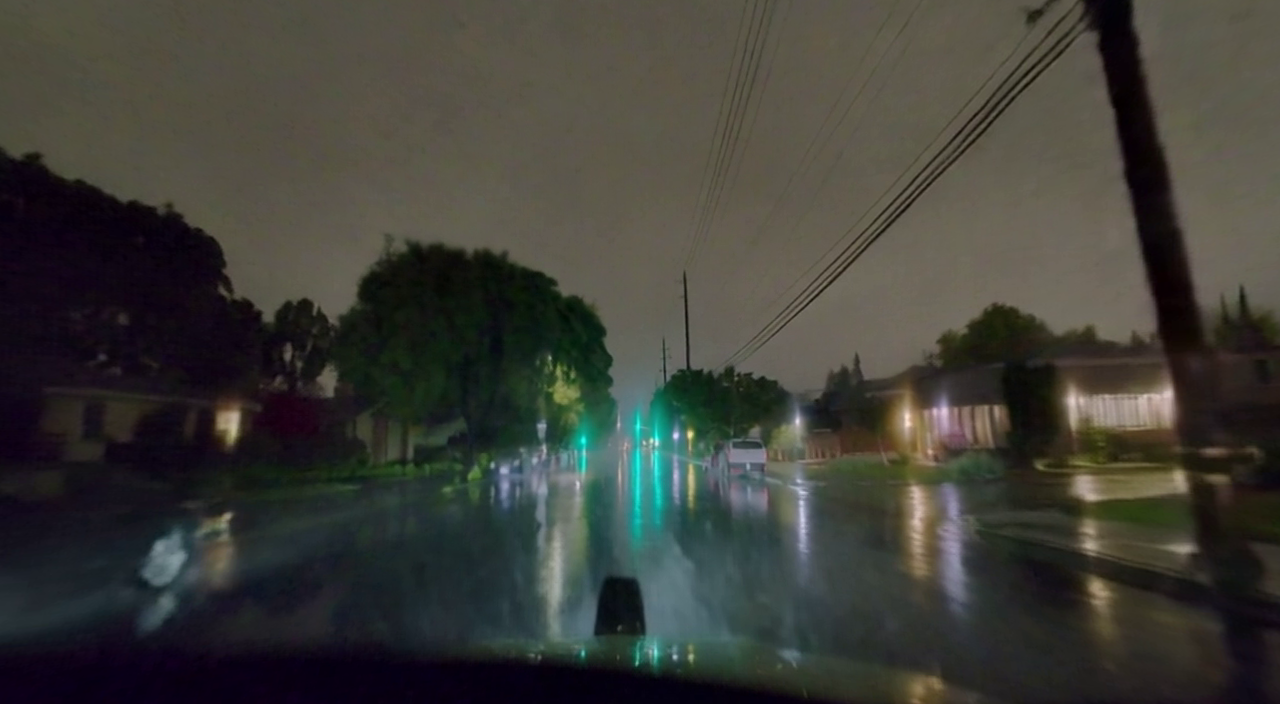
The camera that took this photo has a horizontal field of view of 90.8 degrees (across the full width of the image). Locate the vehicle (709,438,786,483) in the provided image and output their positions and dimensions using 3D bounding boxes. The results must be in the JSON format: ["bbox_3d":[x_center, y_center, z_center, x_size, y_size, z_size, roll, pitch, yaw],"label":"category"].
[{"bbox_3d":[4.096,4.225,24.969,2.144,1.572,5.026,0,-8,0],"label":"vehicle"}]

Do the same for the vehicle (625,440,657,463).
[{"bbox_3d":[0.036,6.965,44.353,2.062,1.509,4.305,-1,-8,-1],"label":"vehicle"}]

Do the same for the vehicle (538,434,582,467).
[{"bbox_3d":[-5.839,7.265,46.958,2.284,2.119,5.984,-4,-7,1],"label":"vehicle"}]

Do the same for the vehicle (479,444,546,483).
[{"bbox_3d":[-5.996,5.269,30.406,2.094,1.433,5.740,-4,-7,-2],"label":"vehicle"}]

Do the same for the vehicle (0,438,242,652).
[{"bbox_3d":[-5.916,1.666,5.479,1.769,1.572,4.990,-4,-6,0],"label":"vehicle"}]
